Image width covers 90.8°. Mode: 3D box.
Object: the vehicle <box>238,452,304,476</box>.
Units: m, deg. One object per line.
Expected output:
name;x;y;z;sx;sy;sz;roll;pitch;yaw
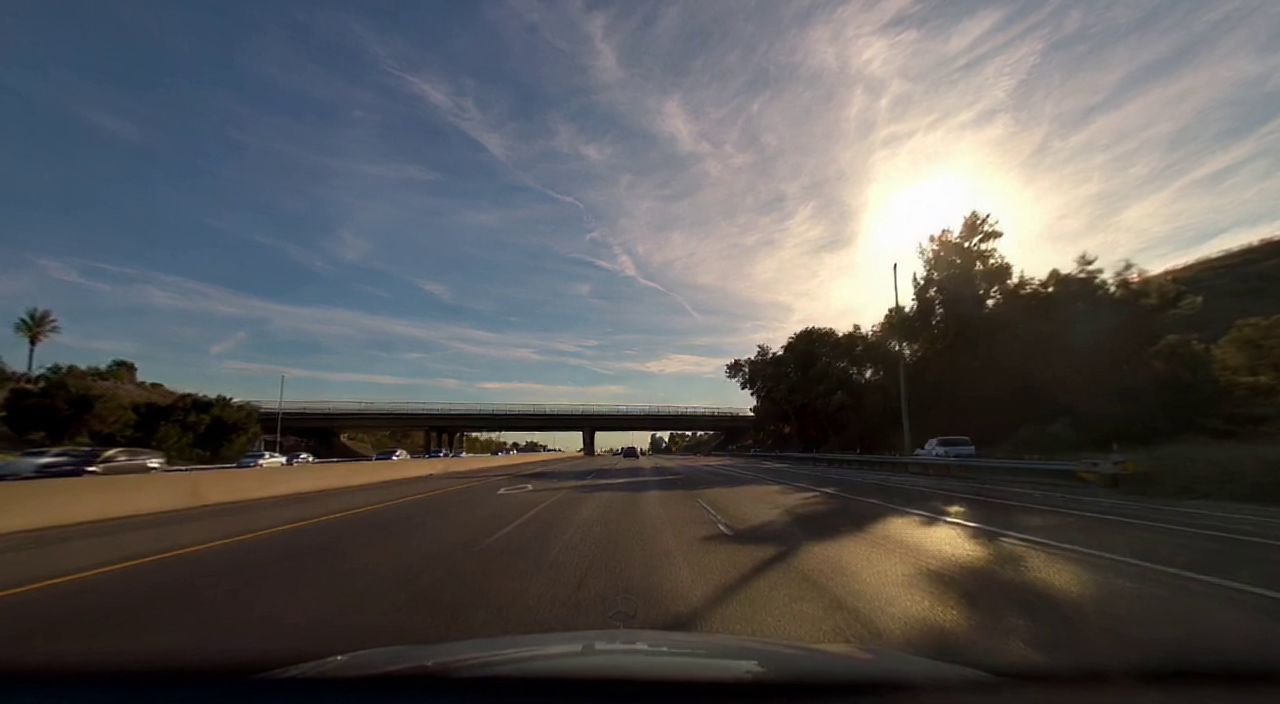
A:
vehicle;-25.600;7.779;44.027;2.024;1.547;4.451;0;-9;-2

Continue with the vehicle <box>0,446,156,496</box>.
vehicle;-22.096;4.597;24.948;1.936;1.735;5.067;0;-9;-1

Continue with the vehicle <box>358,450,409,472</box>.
vehicle;-18.658;7.890;46.140;1.871;1.497;4.589;0;-9;-1

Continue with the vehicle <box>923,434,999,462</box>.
vehicle;18.609;5.606;36.871;1.916;1.508;4.485;0;-9;-3
